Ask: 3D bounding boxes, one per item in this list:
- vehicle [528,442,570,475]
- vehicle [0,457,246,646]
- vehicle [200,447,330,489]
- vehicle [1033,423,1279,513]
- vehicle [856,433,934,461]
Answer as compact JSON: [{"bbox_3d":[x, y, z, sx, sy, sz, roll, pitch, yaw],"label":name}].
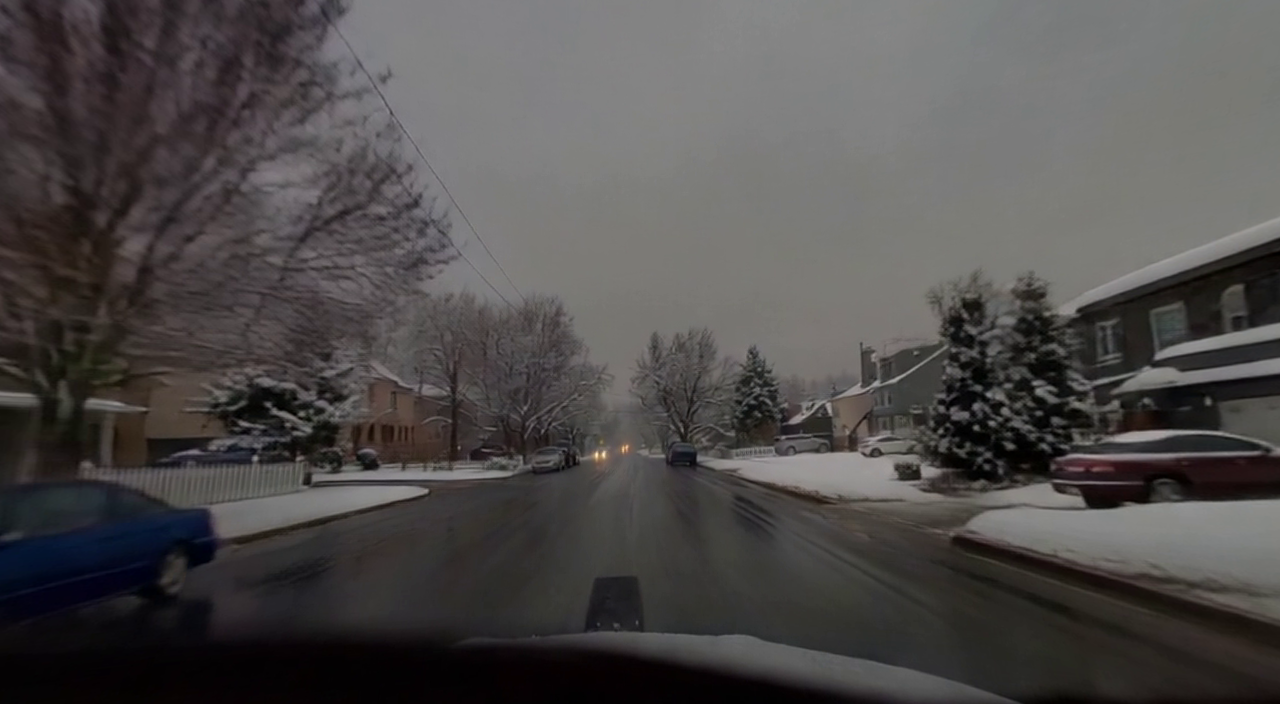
[{"bbox_3d":[-6.150,7.229,43.311,2.050,1.911,4.852,-3,-8,0],"label":"vehicle"},{"bbox_3d":[-5.929,1.782,5.875,1.891,1.362,4.301,-3,-8,-1],"label":"vehicle"},{"bbox_3d":[-16.389,5.087,27.778,4.402,1.741,1.951,0,-9,-2],"label":"vehicle"},{"bbox_3d":[10.339,2.132,11.837,4.629,1.504,1.945,0,-9,-1],"label":"vehicle"},{"bbox_3d":[16.984,6.371,42.262,4.268,1.788,2.156,-1,-9,1],"label":"vehicle"}]
